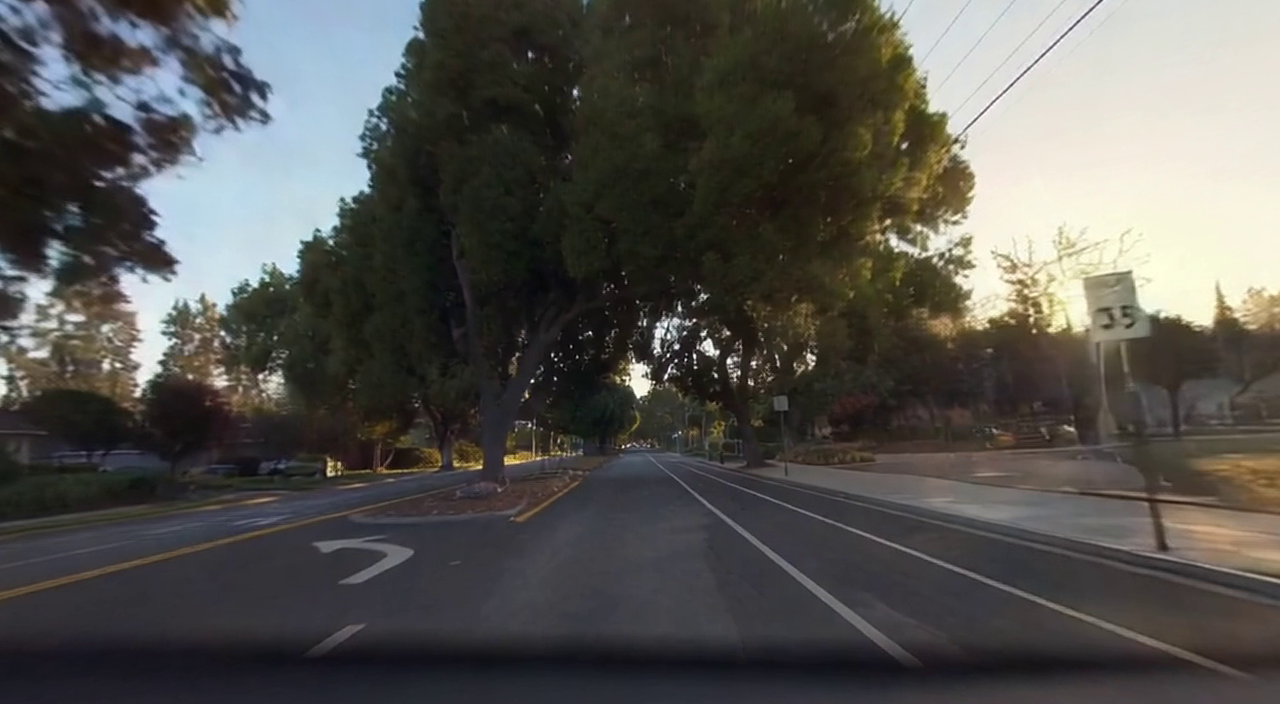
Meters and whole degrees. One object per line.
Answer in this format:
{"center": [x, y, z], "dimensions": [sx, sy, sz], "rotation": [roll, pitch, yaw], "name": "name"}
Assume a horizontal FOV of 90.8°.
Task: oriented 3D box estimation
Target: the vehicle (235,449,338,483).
{"center": [-20.911, 6.758, 37.562], "dimensions": [4.849, 1.899, 2.063], "rotation": [1, -9, -5], "name": "vehicle"}
